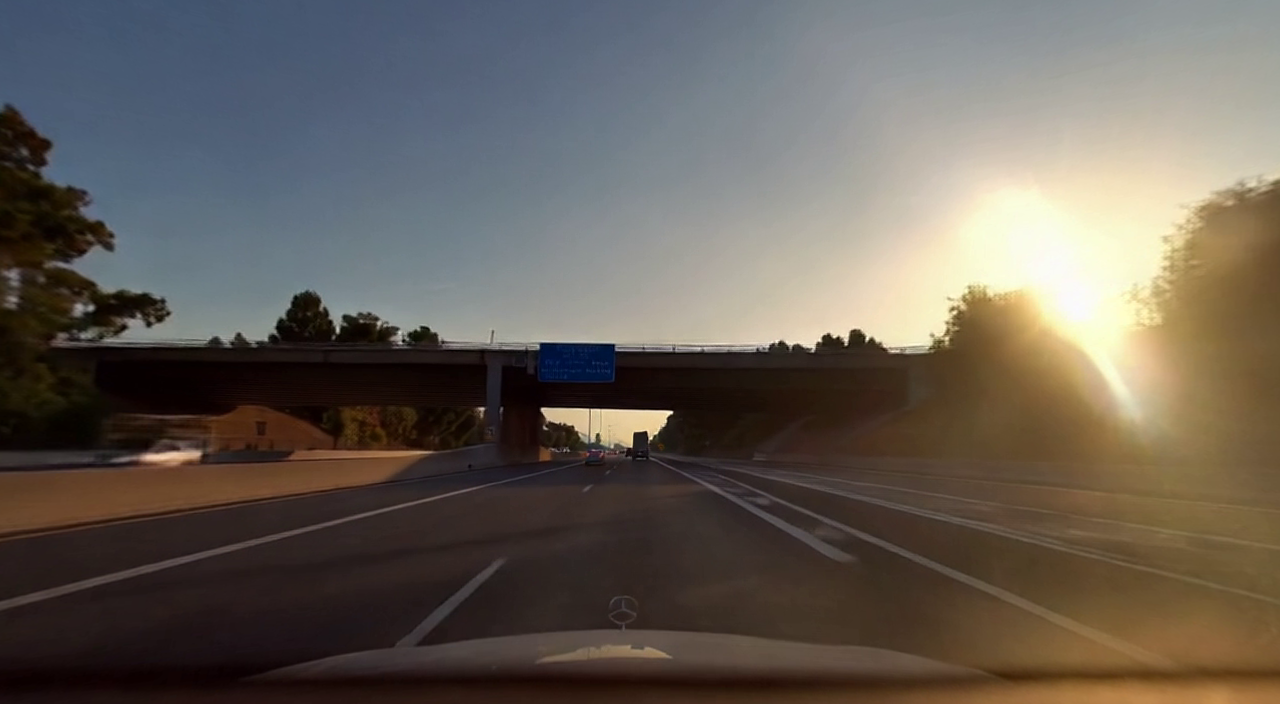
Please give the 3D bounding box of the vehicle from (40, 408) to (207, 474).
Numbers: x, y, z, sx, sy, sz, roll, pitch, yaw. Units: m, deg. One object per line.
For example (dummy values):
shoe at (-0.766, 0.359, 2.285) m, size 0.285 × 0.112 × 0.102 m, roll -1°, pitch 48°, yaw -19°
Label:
vehicle at (-21.382, 3.798, 26.546) m, size 2.191 × 2.467 × 5.670 m, roll 0°, pitch -9°, yaw -1°
